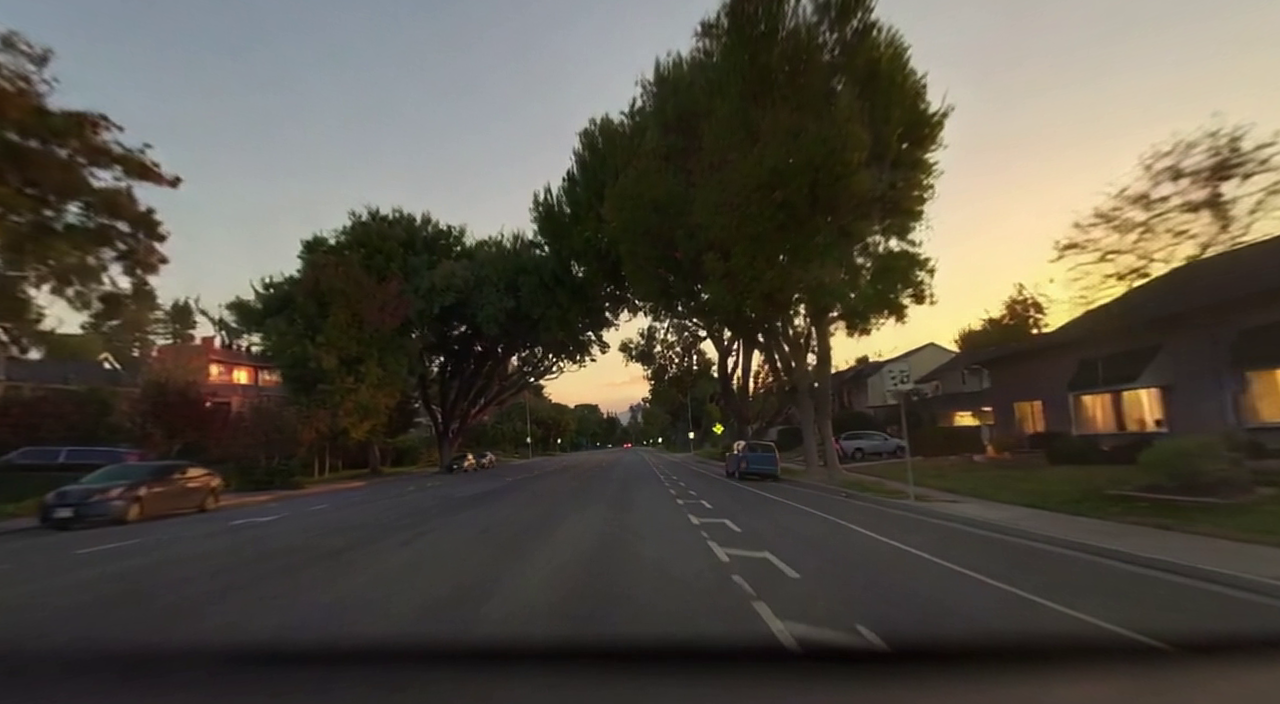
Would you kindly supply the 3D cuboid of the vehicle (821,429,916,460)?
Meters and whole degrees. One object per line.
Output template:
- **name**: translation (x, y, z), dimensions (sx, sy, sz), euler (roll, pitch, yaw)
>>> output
- **vehicle**: translation (13.417, 5.461, 37.291), dimensions (4.852, 1.760, 1.999), euler (0, -9, 5)

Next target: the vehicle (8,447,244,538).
- **vehicle**: translation (-12.387, 3.342, 15.808), dimensions (2.034, 1.646, 4.808), euler (-4, -7, -2)

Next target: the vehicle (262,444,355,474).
- **vehicle**: translation (-20.623, 6.657, 39.461), dimensions (4.615, 1.636, 2.052), euler (2, -8, 4)

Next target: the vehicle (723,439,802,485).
- **vehicle**: translation (4.452, 4.127, 23.824), dimensions (2.000, 1.520, 4.943), euler (0, -9, 0)

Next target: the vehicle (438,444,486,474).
- **vehicle**: translation (-12.576, 7.563, 44.917), dimensions (2.129, 1.756, 4.574), euler (-2, -7, 0)
